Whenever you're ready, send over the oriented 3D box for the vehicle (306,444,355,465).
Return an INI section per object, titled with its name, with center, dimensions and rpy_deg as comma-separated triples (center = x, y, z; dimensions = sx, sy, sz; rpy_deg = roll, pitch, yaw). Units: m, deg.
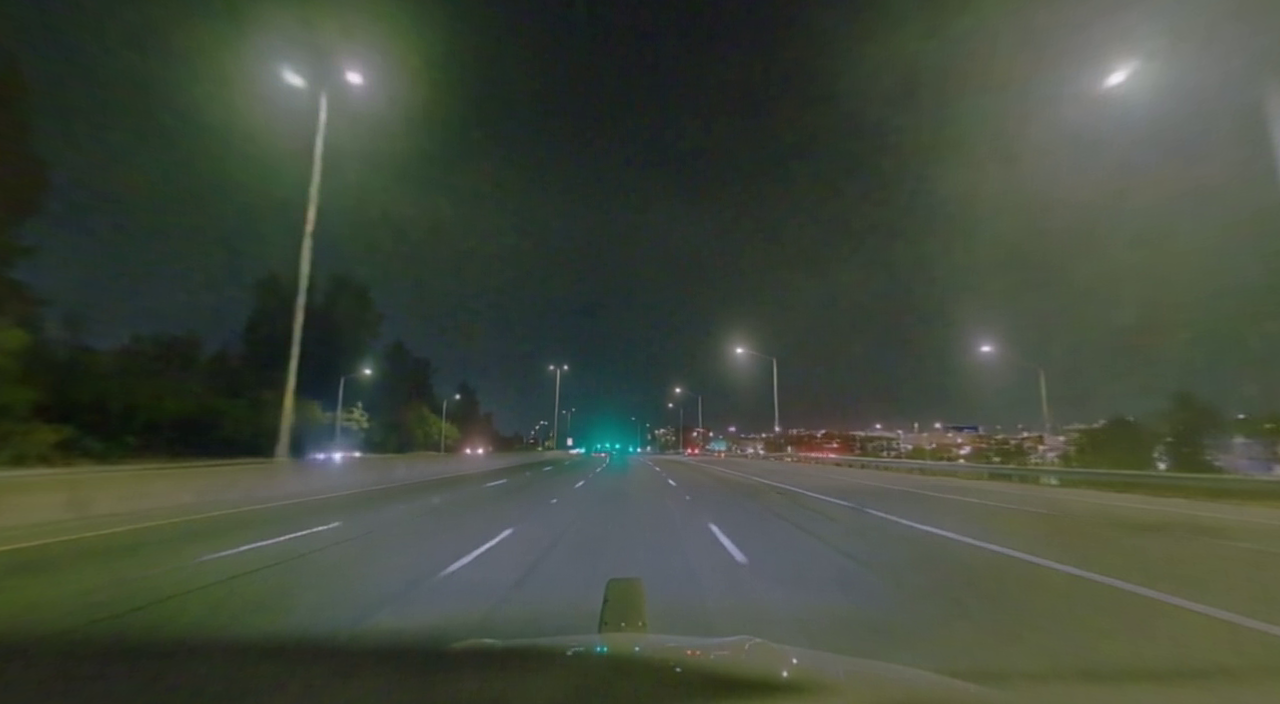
[vehicle]
center = -23.523, 7.789, 48.082
dimensions = 1.914, 1.457, 3.812
rpy_deg = 0, -9, -1
